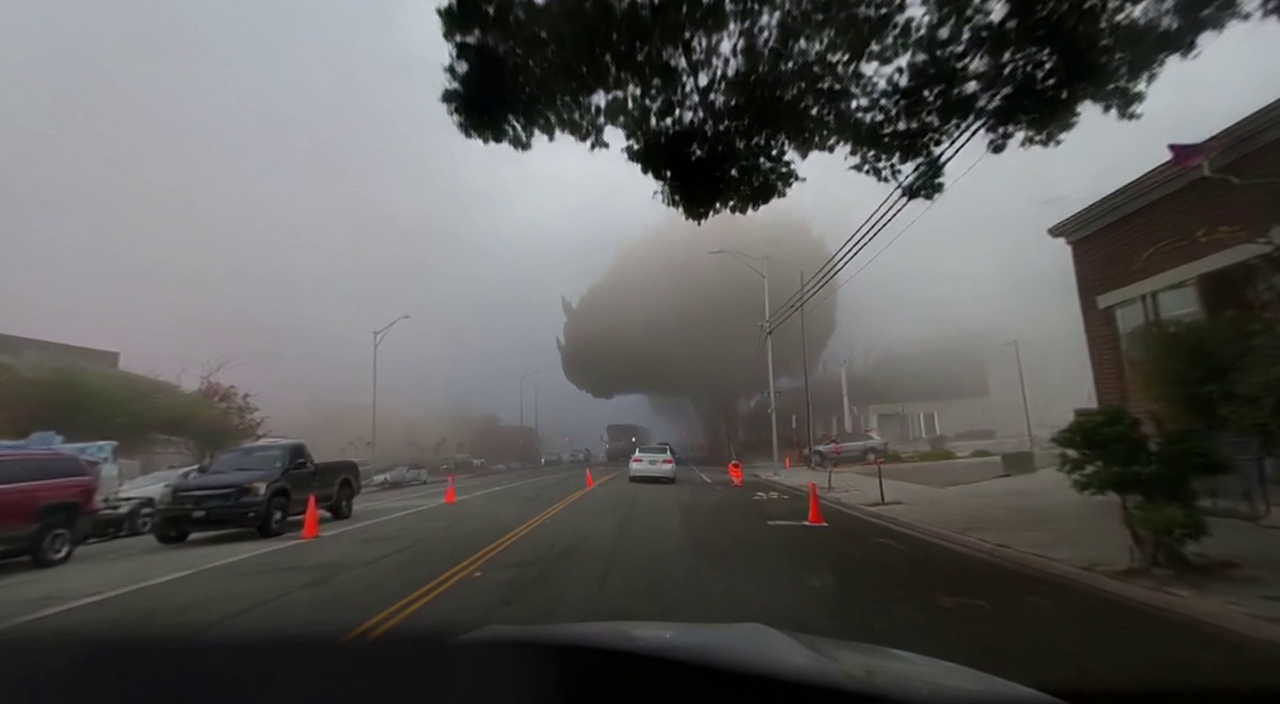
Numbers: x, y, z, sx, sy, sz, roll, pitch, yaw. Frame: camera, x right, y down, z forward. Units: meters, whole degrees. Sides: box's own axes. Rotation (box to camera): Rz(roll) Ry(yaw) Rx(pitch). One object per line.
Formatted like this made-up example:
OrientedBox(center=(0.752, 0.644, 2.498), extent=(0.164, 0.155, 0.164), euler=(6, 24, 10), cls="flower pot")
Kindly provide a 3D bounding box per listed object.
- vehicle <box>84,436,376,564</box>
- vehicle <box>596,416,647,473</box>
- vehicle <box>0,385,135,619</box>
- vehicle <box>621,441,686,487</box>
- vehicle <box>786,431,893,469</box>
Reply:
OrientedBox(center=(-6.839, 2.479, 11.439), extent=(2.016, 1.693, 4.911), euler=(-3, -9, 0), cls="vehicle")
OrientedBox(center=(-1.233, 6.352, 43.265), extent=(2.977, 3.271, 12.748), euler=(0, -9, -1), cls="vehicle")
OrientedBox(center=(-7.262, 1.143, 3.873), extent=(2.614, 2.153, 7.170), euler=(-4, -10, -2), cls="vehicle")
OrientedBox(center=(0.514, 4.034, 23.018), extent=(2.159, 1.506, 4.086), euler=(0, -9, 2), cls="vehicle")
OrientedBox(center=(10.567, 5.239, 33.794), extent=(4.859, 1.914, 2.333), euler=(0, -9, -5), cls="vehicle")
